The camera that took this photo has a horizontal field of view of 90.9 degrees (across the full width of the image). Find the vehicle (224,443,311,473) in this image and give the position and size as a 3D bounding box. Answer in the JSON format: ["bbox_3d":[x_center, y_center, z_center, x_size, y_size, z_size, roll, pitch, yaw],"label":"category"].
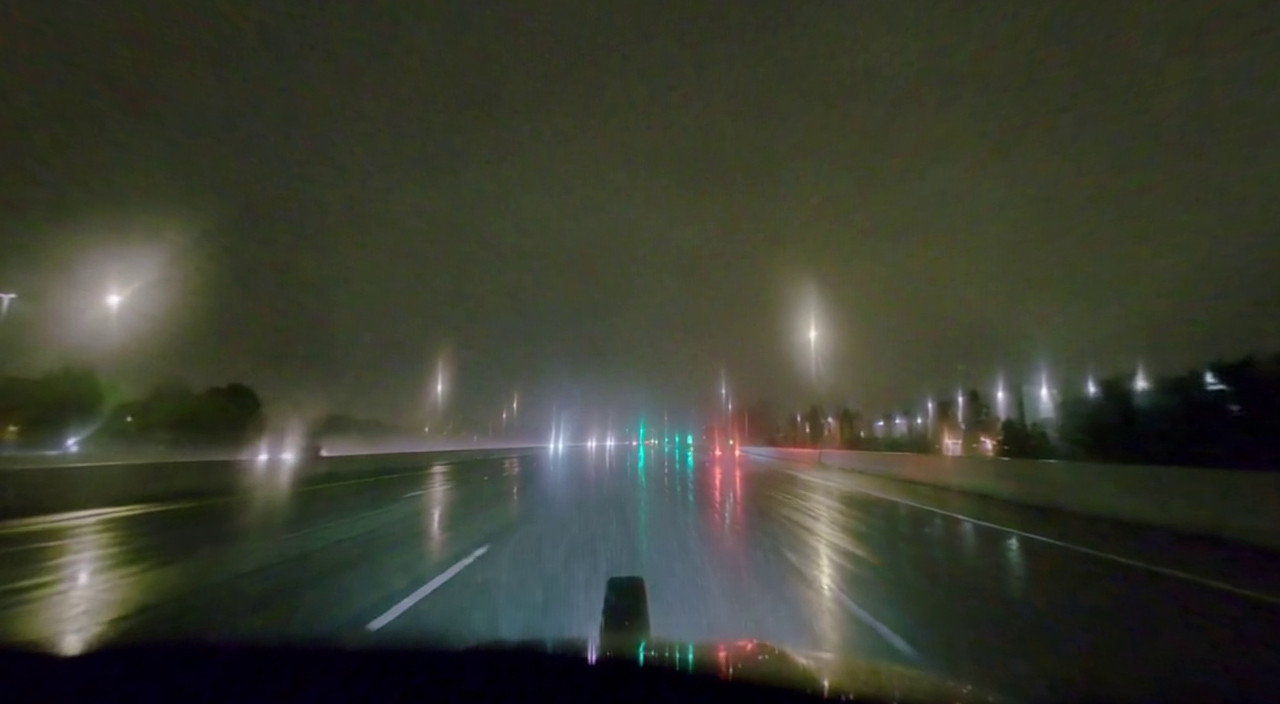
[{"bbox_3d":[-20.364,5.791,34.740,1.917,1.531,4.680,0,-8,0],"label":"vehicle"}]
